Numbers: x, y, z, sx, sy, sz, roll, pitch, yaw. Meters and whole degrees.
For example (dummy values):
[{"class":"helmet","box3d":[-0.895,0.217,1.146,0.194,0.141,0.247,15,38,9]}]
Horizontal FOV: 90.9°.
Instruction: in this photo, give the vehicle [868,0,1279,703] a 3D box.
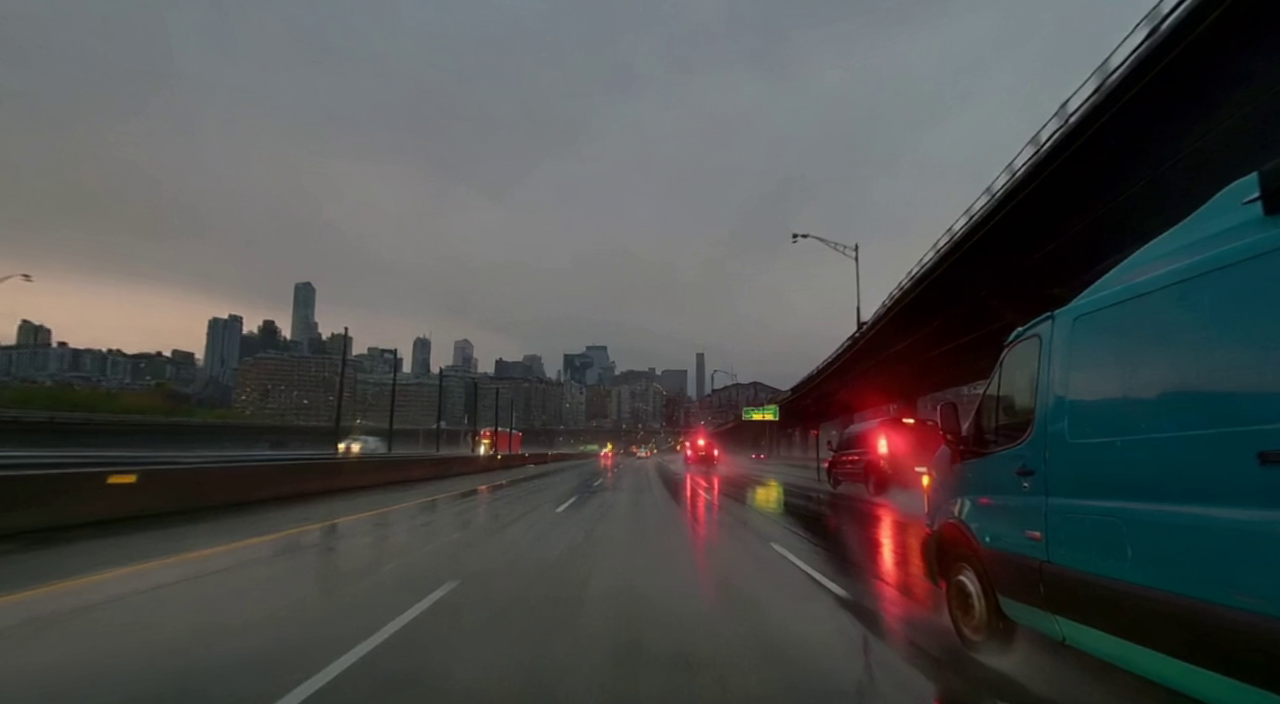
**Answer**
[{"class":"vehicle","box3d":[3.174,0.245,1.773,2.436,2.745,7.034,0,-8,0]}]

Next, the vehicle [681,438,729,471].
[{"class":"vehicle","box3d":[4.066,6.576,40.755,2.464,1.961,5.520,0,-8,0]}]
